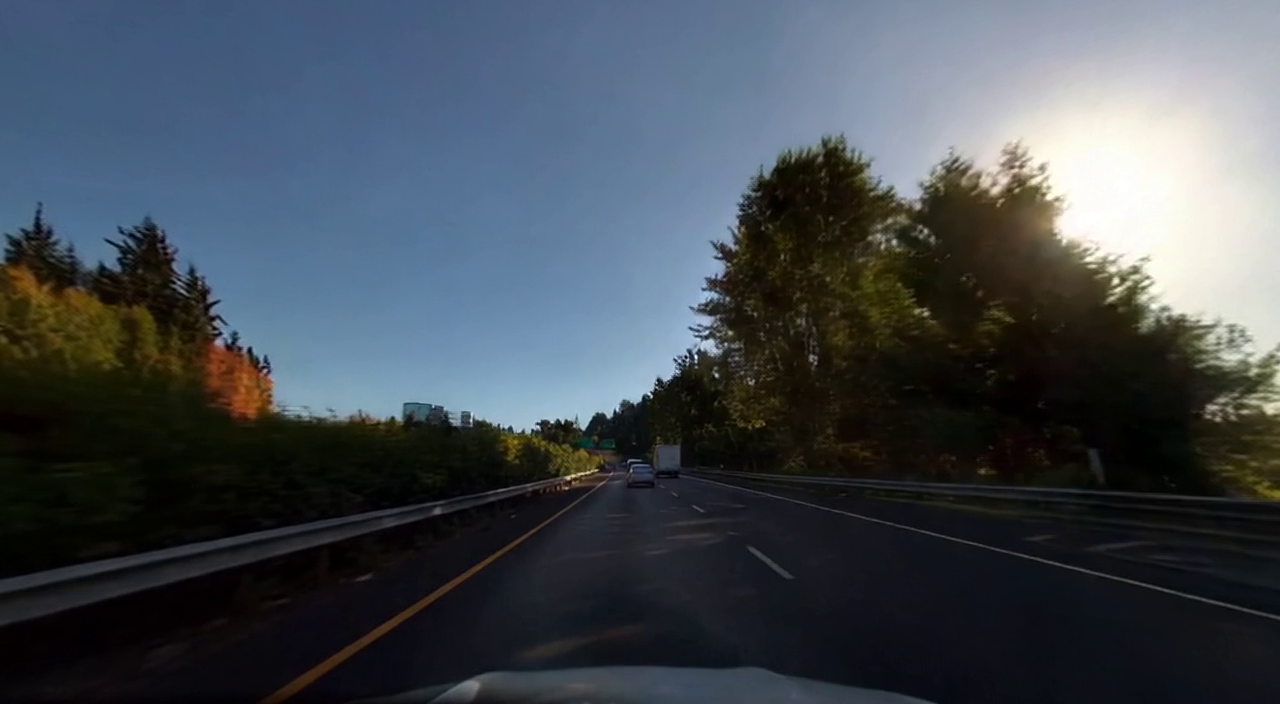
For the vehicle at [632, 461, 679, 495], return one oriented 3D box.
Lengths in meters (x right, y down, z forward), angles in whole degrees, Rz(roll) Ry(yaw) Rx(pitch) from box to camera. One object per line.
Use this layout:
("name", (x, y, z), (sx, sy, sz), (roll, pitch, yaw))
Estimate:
("vehicle", (0.679, 6.007, 30.204), (1.976, 1.467, 3.783), (1, -10, -2))
